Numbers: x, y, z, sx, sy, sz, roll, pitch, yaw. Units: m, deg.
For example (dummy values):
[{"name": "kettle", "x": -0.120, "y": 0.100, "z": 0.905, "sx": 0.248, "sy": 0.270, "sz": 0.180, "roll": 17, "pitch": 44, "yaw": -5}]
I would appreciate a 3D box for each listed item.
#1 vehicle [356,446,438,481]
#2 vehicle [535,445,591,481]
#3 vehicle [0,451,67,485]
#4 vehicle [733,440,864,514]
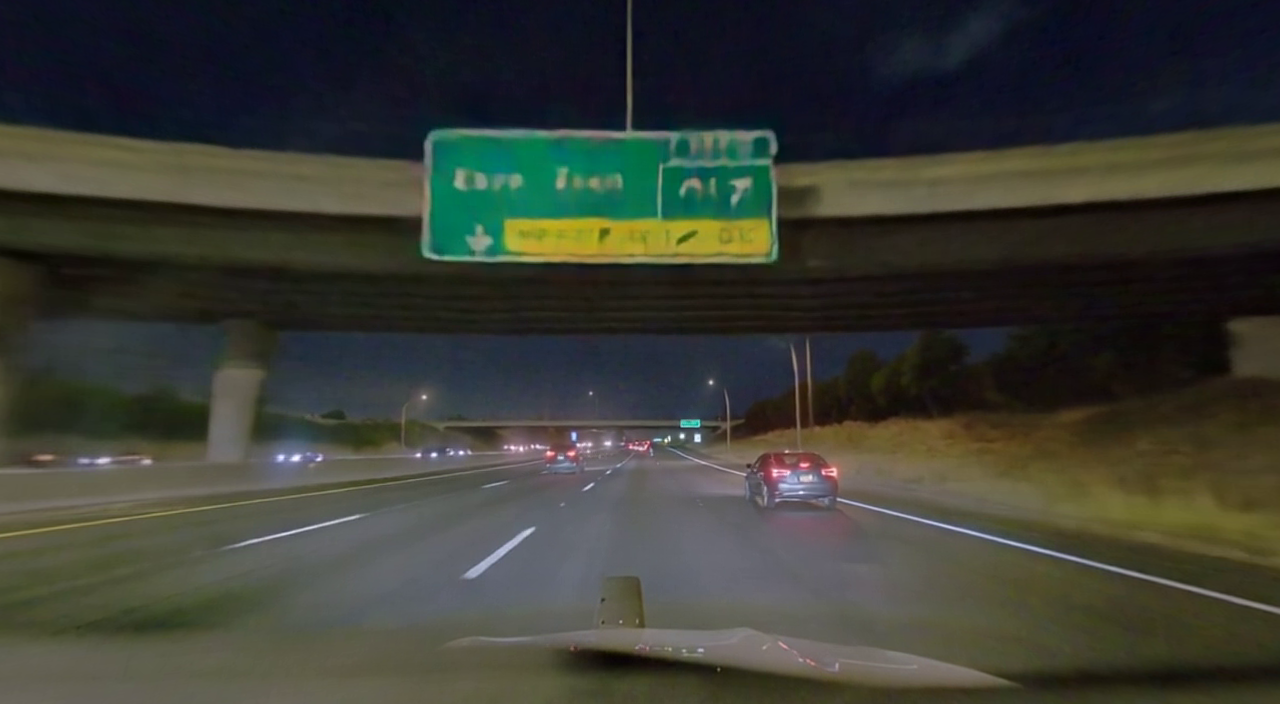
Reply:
[{"name": "vehicle", "x": -11.345, "y": 5.224, "z": 29.757, "sx": 1.919, "sy": 1.497, "sz": 4.765, "roll": 0, "pitch": -9, "yaw": 1}, {"name": "vehicle", "x": -3.530, "y": 5.202, "z": 29.853, "sx": 2.072, "sy": 1.545, "sz": 4.687, "roll": 0, "pitch": -9, "yaw": 0}, {"name": "vehicle", "x": -31.467, "y": 5.703, "z": 31.198, "sx": 1.859, "sy": 1.580, "sz": 4.528, "roll": 0, "pitch": -9, "yaw": 0}, {"name": "vehicle", "x": 3.675, "y": 2.994, "z": 15.542, "sx": 2.079, "sy": 1.535, "sz": 4.316, "roll": 0, "pitch": -9, "yaw": 0}]
